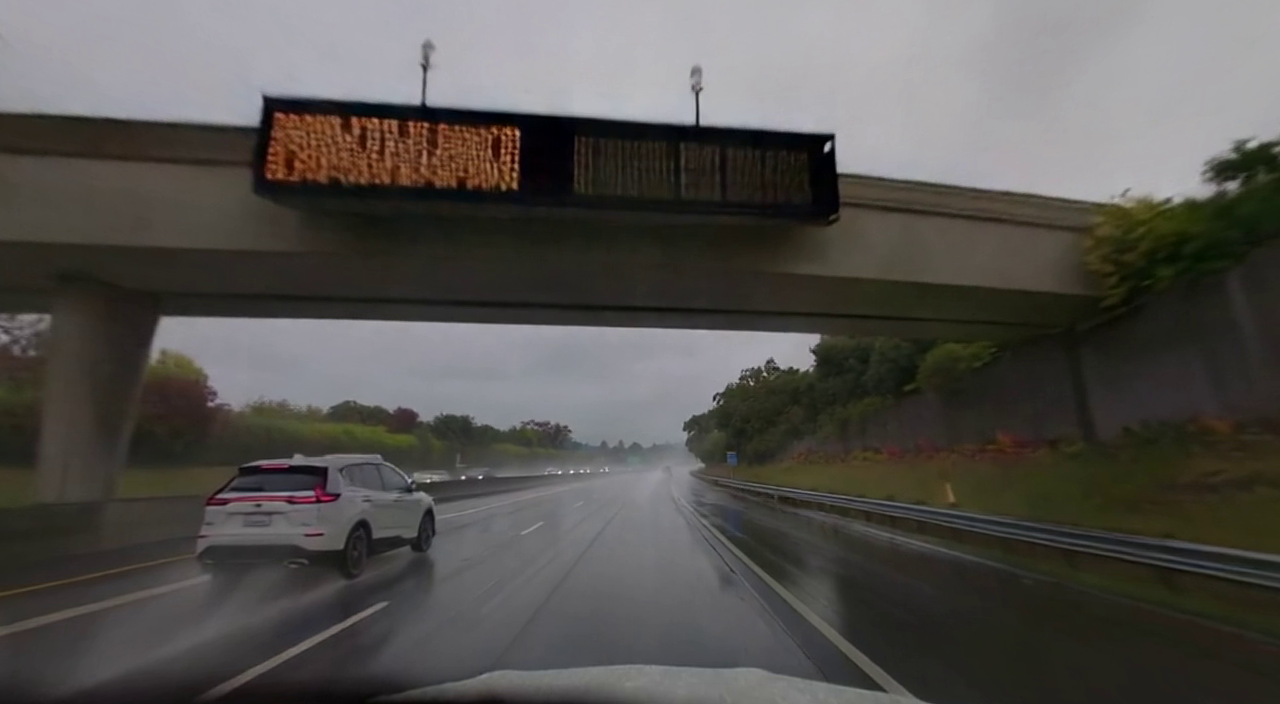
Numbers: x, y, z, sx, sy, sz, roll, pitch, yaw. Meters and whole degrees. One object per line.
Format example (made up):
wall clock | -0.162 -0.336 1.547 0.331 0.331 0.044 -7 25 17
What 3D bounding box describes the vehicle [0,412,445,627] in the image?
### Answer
vehicle | -4.185 1.798 7.529 2.141 1.697 4.641 1 -11 1
